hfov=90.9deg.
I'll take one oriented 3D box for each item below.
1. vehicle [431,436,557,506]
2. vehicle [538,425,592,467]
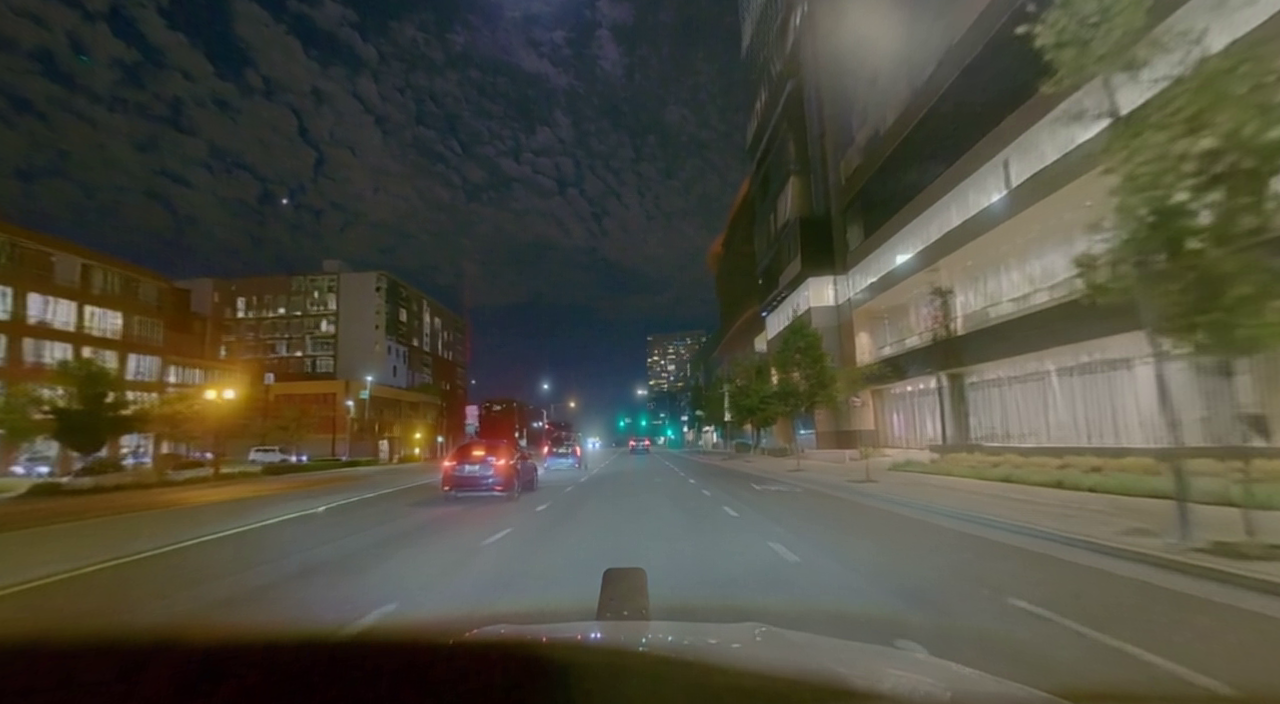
[{"bbox_3d":[-3.286,2.760,15.105,1.959,1.406,4.272,0,-8,1],"label":"vehicle"},{"bbox_3d":[-3.764,4.838,32.341,2.152,1.987,4.527,0,-8,1],"label":"vehicle"}]
